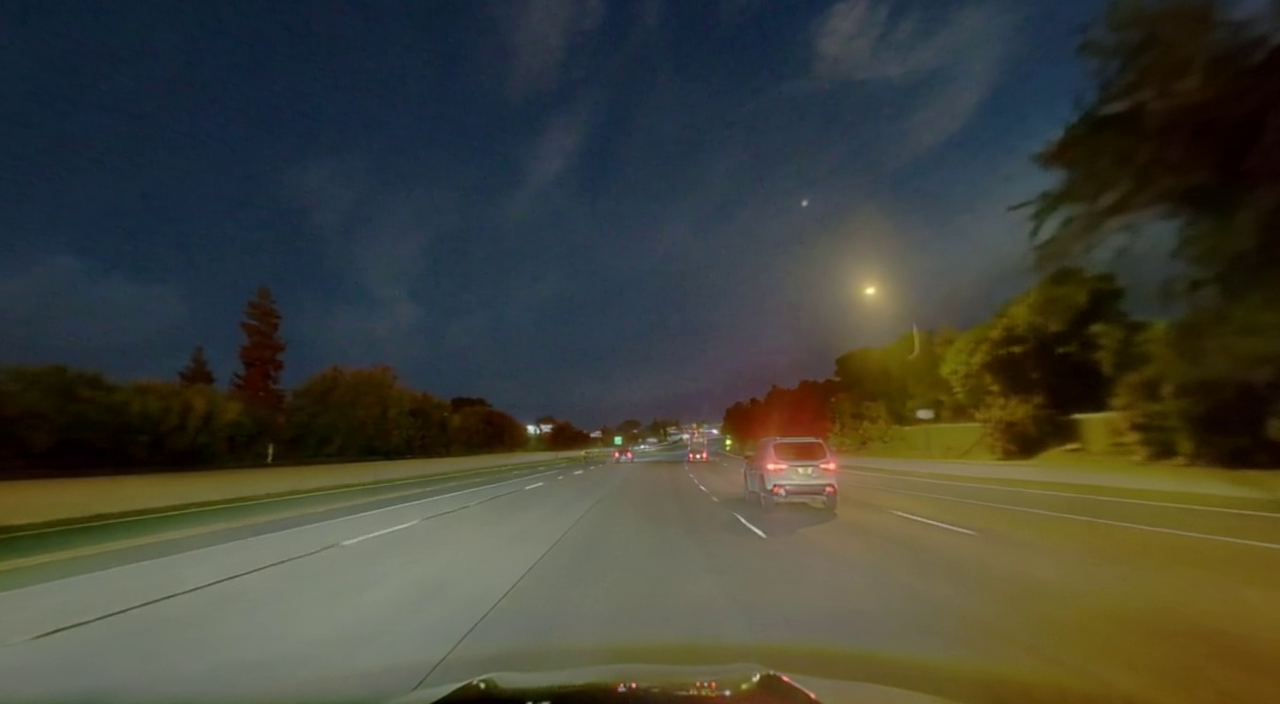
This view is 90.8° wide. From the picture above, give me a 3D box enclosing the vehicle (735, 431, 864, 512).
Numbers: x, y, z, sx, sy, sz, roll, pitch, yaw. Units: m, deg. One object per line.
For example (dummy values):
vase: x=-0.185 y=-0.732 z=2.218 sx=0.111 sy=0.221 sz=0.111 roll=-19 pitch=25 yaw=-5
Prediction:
vehicle: x=3.820 y=2.952 z=16.025 sx=2.075 sy=1.743 sz=4.410 roll=0 pitch=-9 yaw=0
